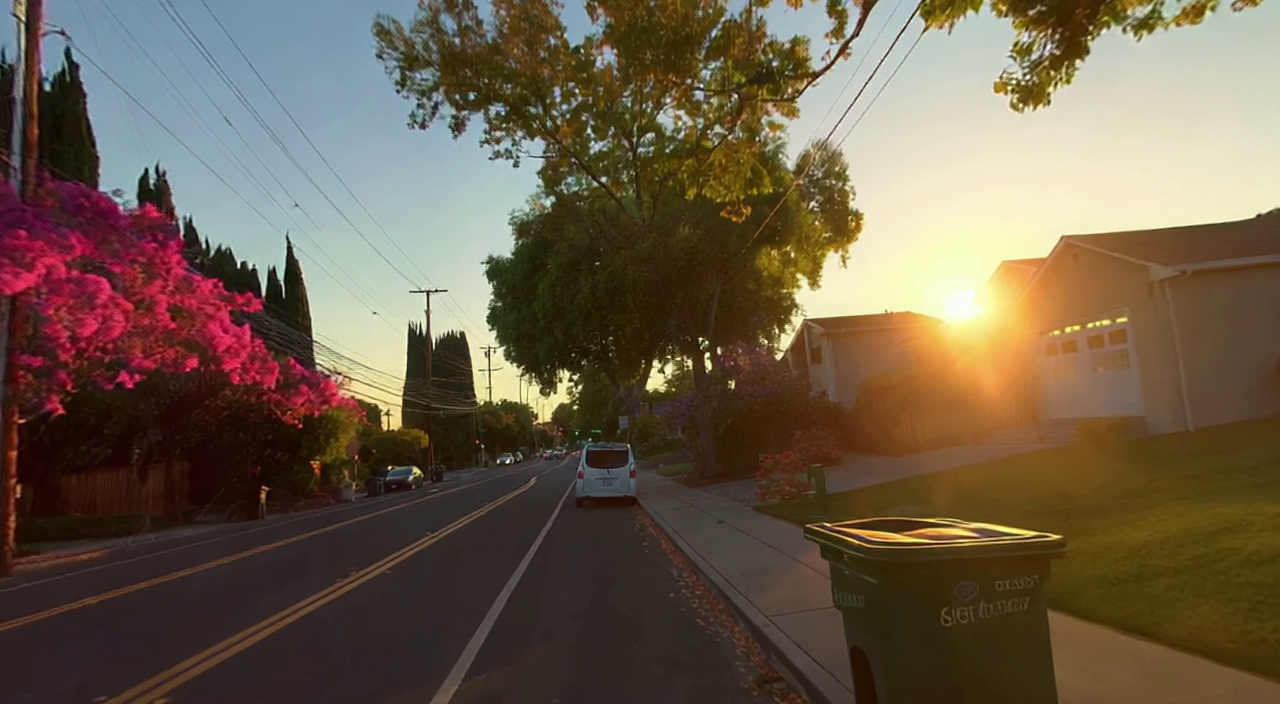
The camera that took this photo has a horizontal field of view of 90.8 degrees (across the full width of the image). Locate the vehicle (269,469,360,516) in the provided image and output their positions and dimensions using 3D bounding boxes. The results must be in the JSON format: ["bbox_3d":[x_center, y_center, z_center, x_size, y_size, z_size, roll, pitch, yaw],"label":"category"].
[{"bbox_3d":[-13.760,5.913,26.978,1.982,1.660,4.142,1,-8,-6],"label":"vehicle"}]

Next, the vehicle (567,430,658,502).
[{"bbox_3d":[-0.823,3.064,17.387,2.190,1.708,4.115,0,-8,-4],"label":"vehicle"}]
